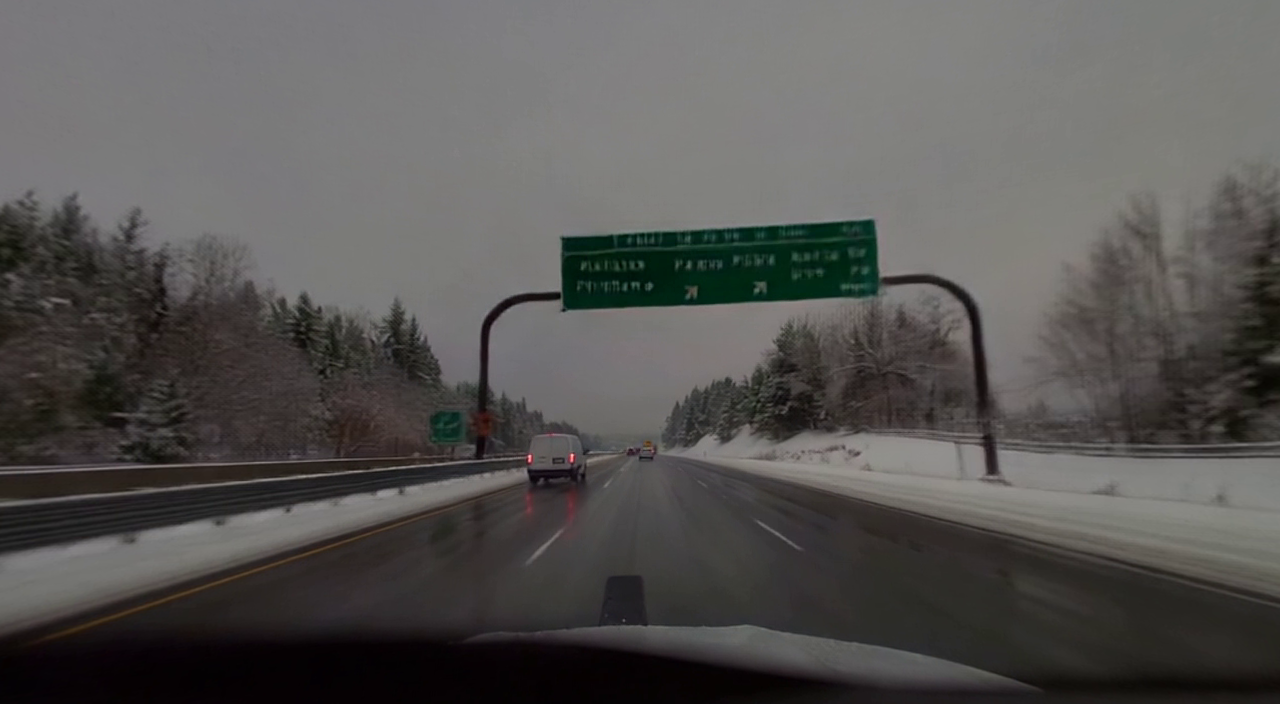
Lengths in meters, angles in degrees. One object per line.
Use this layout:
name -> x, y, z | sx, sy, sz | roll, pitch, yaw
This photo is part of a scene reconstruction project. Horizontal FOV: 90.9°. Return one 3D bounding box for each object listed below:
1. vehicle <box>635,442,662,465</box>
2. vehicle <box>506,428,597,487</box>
vehicle -> 0.613, 7.907, 49.043 | 2.067, 1.690, 3.901 | 0, -9, -1
vehicle -> -3.111, 3.915, 23.618 | 2.572, 1.927, 5.803 | 0, -9, 0
